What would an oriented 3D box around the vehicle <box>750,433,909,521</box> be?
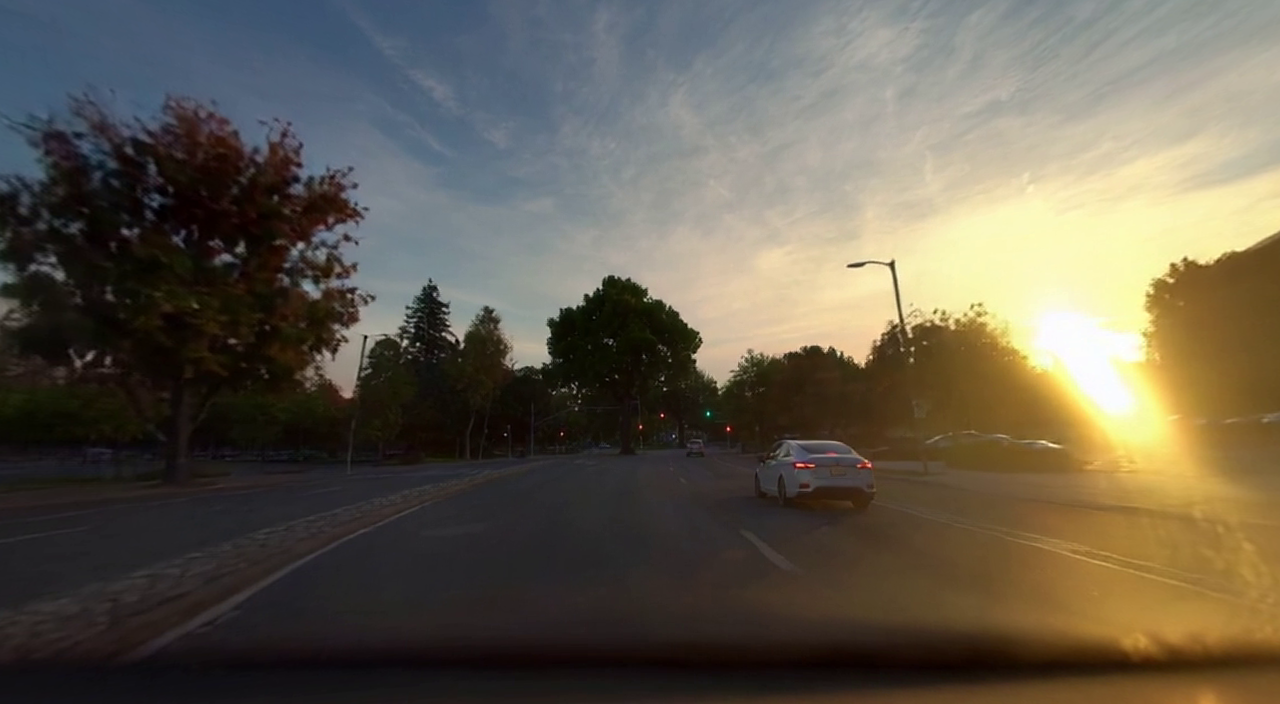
[{"bbox_3d":[3.533,2.409,12.667,1.852,1.453,4.083,0,-9,-1],"label":"vehicle"}]
